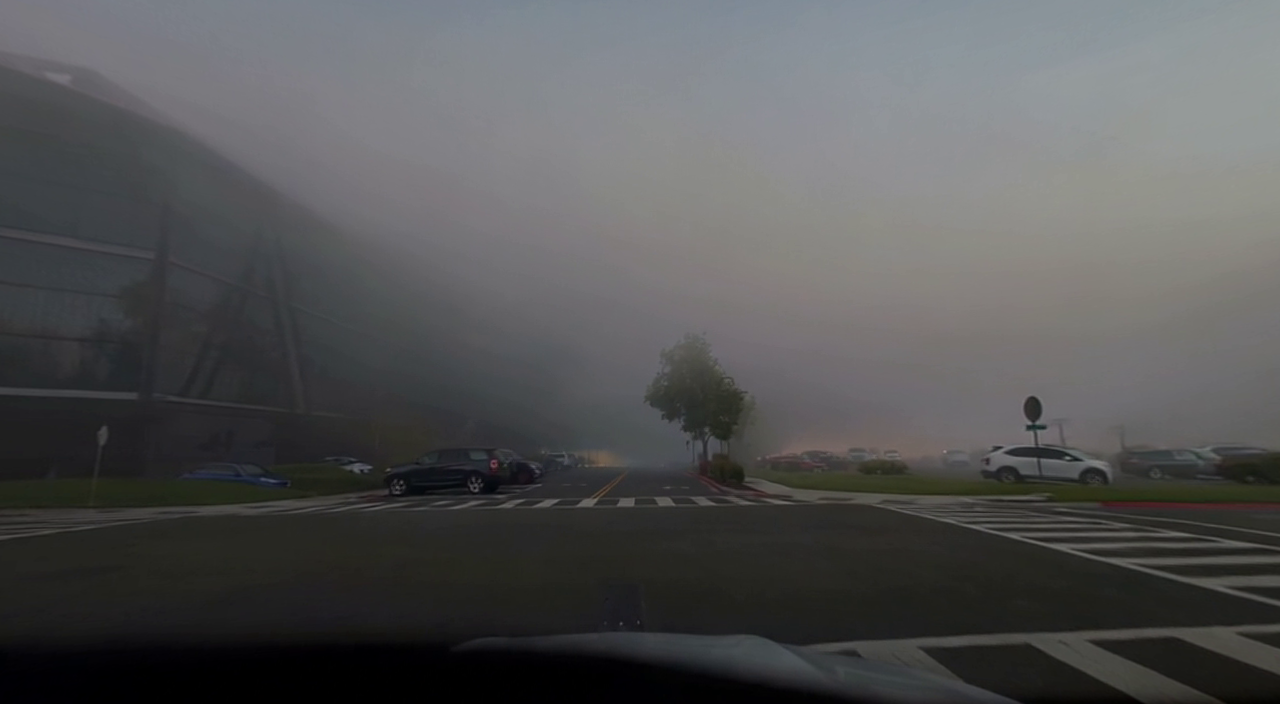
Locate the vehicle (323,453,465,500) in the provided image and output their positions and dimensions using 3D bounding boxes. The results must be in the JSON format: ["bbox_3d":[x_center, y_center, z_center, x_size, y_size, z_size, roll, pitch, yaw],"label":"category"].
[{"bbox_3d":[-8.700,4.356,22.464,4.442,1.504,1.809,4,-10,-28],"label":"vehicle"}]

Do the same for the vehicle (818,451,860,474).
[{"bbox_3d":[14.173,7.879,45.199,1.935,1.477,3.719,0,-8,4],"label":"vehicle"}]

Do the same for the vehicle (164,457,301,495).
[{"bbox_3d":[-16.641,5.061,25.926,4.331,1.437,1.876,0,-8,3],"label":"vehicle"}]

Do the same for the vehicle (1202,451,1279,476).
[{"bbox_3d":[36.970,6.774,38.453,1.678,1.423,4.191,0,-9,1],"label":"vehicle"}]

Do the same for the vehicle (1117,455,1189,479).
[{"bbox_3d":[31.217,6.980,38.550,1.519,1.371,3.278,0,-8,-1],"label":"vehicle"}]

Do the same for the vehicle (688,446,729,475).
[{"bbox_3d":[4.551,7.282,42.791,2.262,1.794,5.331,0,-8,0],"label":"vehicle"}]

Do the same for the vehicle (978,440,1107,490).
[{"bbox_3d":[16.486,4.613,26.298,2.048,1.852,4.998,0,-8,0],"label":"vehicle"}]

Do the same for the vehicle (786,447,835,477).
[{"bbox_3d":[10.532,6.785,39.271,1.936,1.673,4.305,0,-8,2],"label":"vehicle"}]

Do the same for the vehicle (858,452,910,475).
[{"bbox_3d":[17.096,7.809,44.504,1.971,1.478,4.477,0,-8,1],"label":"vehicle"}]
